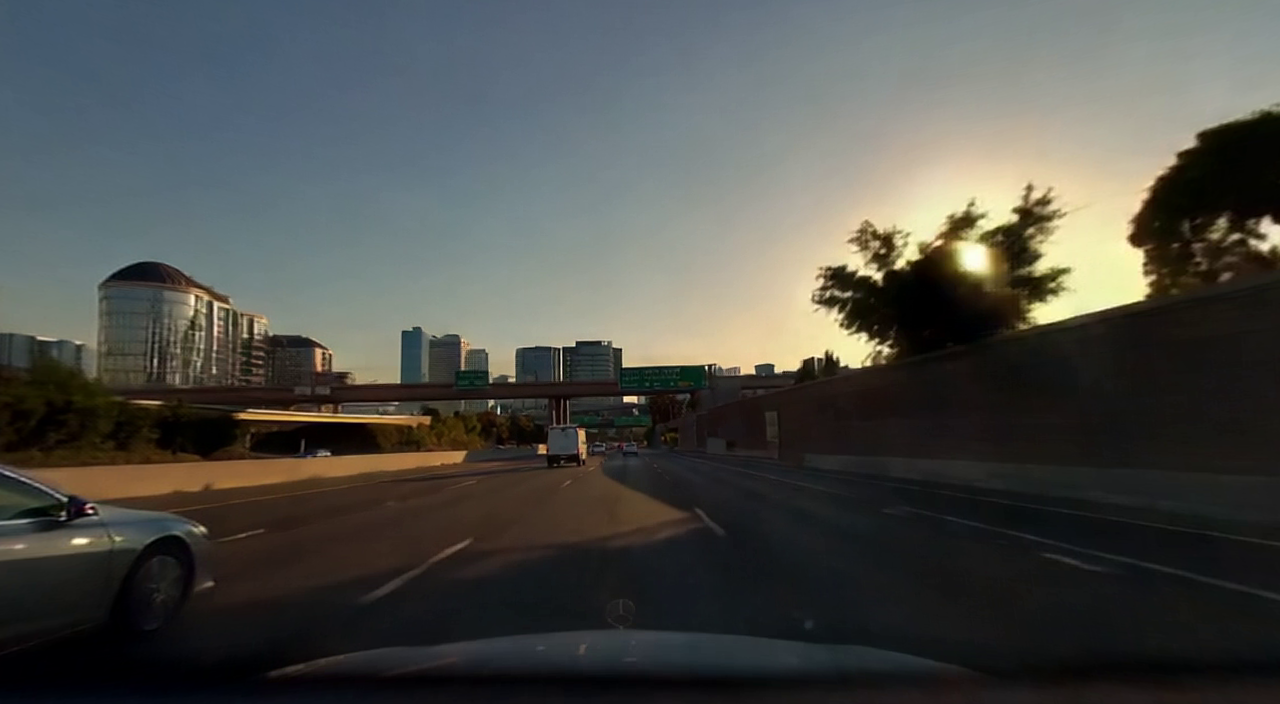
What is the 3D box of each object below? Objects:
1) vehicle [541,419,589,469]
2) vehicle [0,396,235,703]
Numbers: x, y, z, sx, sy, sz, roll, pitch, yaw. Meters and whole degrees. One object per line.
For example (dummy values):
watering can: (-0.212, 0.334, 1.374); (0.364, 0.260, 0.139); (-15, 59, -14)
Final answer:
vehicle: (-4.744, 5.954, 40.843); (2.364, 2.953, 6.732); (0, -8, -1)
vehicle: (-4.069, 0.913, 2.410); (2.025, 1.556, 4.594); (0, -8, -1)
